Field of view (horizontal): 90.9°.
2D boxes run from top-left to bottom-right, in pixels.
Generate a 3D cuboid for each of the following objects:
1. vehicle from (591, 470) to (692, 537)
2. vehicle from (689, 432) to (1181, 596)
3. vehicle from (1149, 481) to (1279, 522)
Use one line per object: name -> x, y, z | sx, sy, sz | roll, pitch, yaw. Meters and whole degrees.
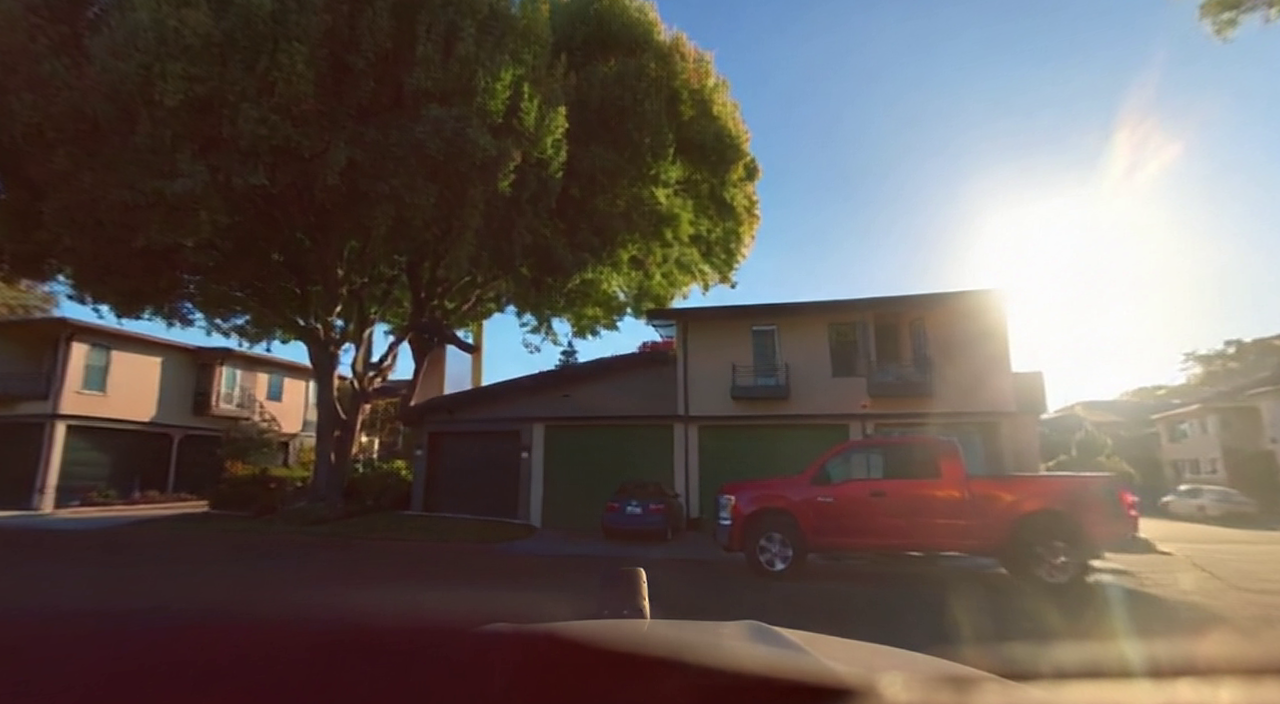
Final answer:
vehicle -> 0.152, 4.294, 18.260 | 1.869, 1.460, 3.826 | -5, -9, 15
vehicle -> 3.660, 2.108, 8.972 | 5.600, 1.835, 2.161 | -2, -9, 14
vehicle -> 23.637, 6.099, 25.820 | 3.897, 1.416, 1.703 | -2, -9, 14
